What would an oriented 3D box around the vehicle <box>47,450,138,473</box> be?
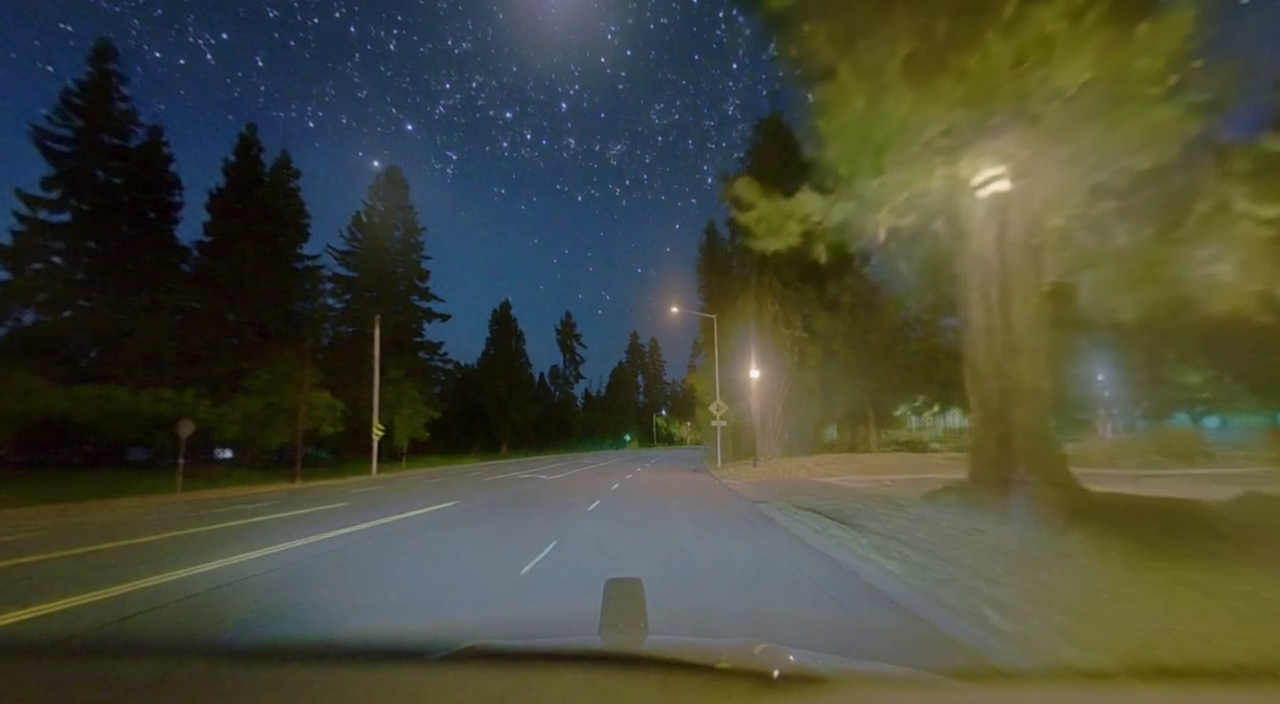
[{"bbox_3d":[-42.846,8.528,49.527,2.010,1.681,5.194,-2,-9,9],"label":"vehicle"}]
